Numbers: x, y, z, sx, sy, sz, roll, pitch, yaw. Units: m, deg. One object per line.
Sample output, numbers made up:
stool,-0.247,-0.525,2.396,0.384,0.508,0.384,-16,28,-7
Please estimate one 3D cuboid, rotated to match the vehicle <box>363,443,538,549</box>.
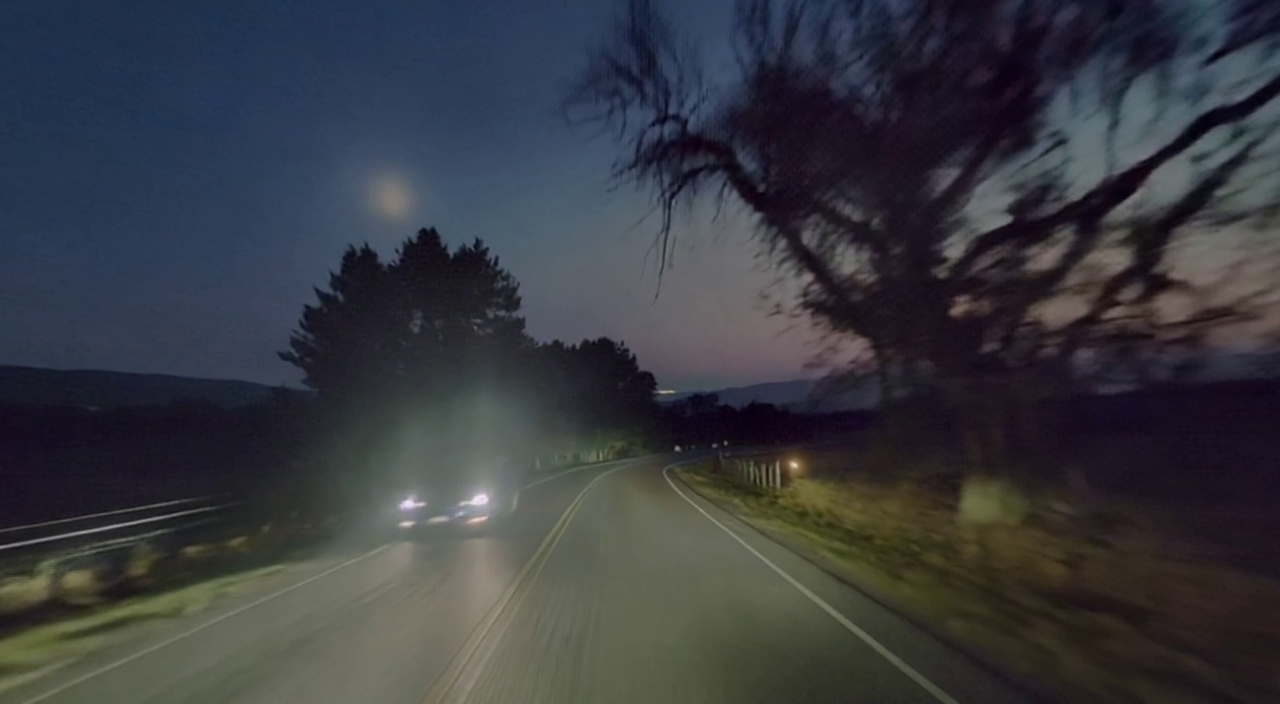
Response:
vehicle,-3.087,2.398,11.171,1.987,1.521,3.649,0,-9,-1
